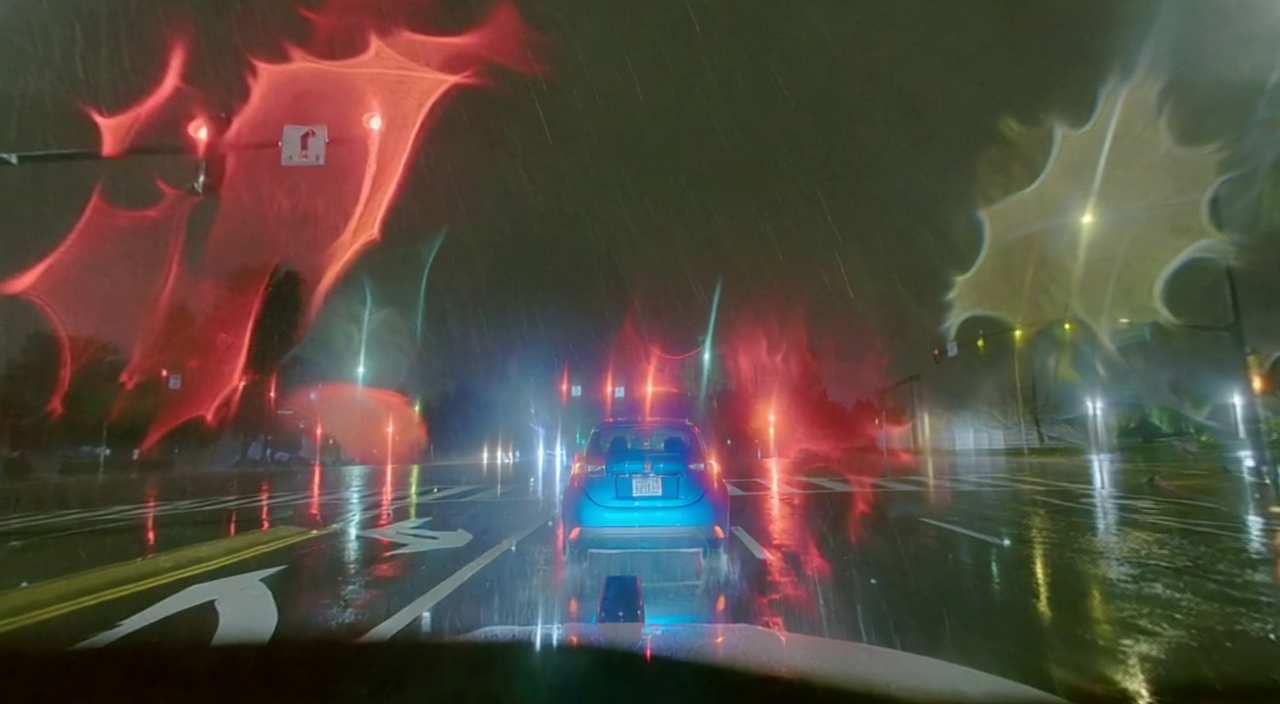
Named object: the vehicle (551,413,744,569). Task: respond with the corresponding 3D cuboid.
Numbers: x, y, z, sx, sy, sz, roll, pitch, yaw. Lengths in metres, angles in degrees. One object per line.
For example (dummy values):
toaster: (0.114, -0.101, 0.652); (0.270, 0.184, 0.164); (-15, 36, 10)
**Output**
vehicle: (0.035, 1.757, 8.705); (2.027, 1.626, 3.942); (0, -8, -1)
